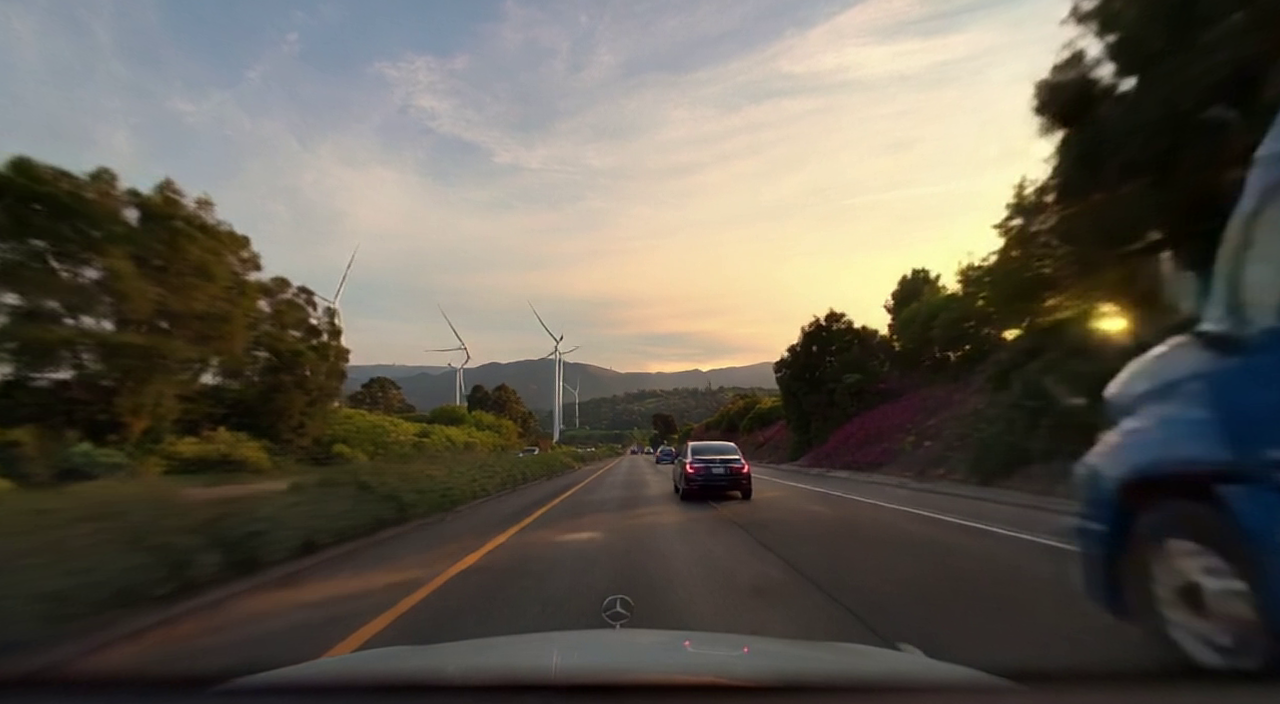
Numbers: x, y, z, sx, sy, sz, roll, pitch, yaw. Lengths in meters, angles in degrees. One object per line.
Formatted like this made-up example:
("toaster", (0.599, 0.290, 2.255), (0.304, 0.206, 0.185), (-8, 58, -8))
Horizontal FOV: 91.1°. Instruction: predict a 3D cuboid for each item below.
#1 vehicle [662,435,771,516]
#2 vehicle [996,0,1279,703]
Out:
("vehicle", (1.633, 2.828, 15.017), (2.038, 1.624, 4.312), (0, -8, 0))
("vehicle", (4.690, -0.325, 2.407), (3.157, 3.956, 5.545), (0, -8, -1))
